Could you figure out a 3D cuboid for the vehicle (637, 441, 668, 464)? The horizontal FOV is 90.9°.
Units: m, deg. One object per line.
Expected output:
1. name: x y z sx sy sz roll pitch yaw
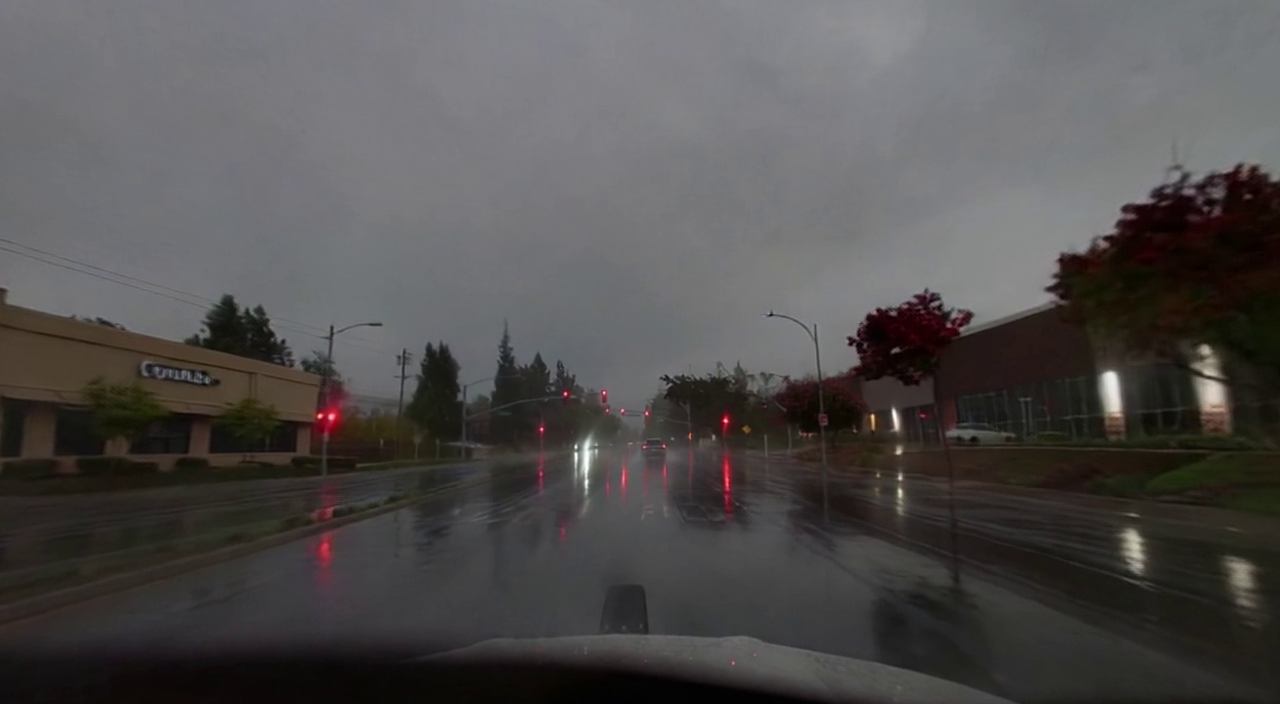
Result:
1. vehicle: 0.816 7.067 44.449 2.028 1.478 4.545 0 -8 0
